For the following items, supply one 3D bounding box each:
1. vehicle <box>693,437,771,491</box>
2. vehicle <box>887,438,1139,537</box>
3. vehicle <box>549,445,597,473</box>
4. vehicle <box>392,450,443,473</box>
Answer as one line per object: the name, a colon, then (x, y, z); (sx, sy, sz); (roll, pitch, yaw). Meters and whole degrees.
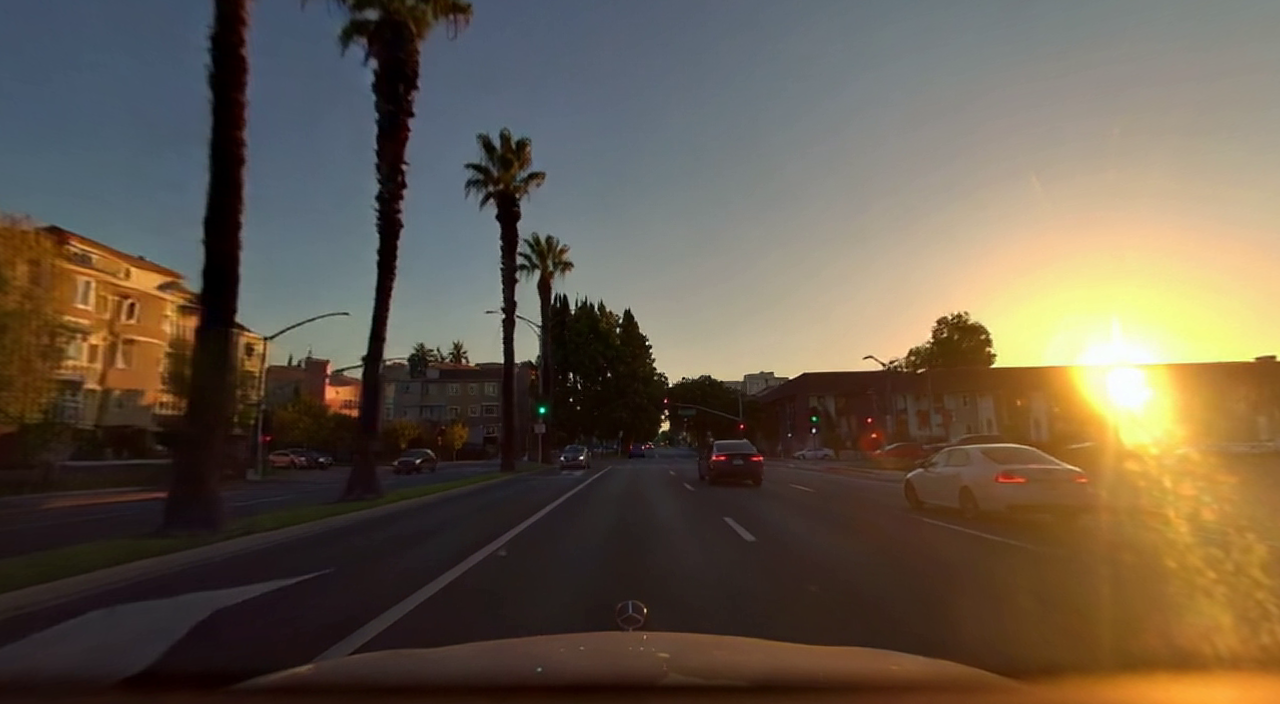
vehicle: (3.002, 3.755, 21.533); (2.009, 1.639, 4.267); (0, -9, 0)
vehicle: (6.513, 2.386, 11.802); (1.890, 1.471, 4.566); (0, -9, 0)
vehicle: (-3.644, 5.890, 34.963); (2.037, 1.472, 4.152); (0, -9, 3)
vehicle: (-15.534, 7.640, 44.221); (1.902, 1.466, 4.463); (0, -9, 0)
